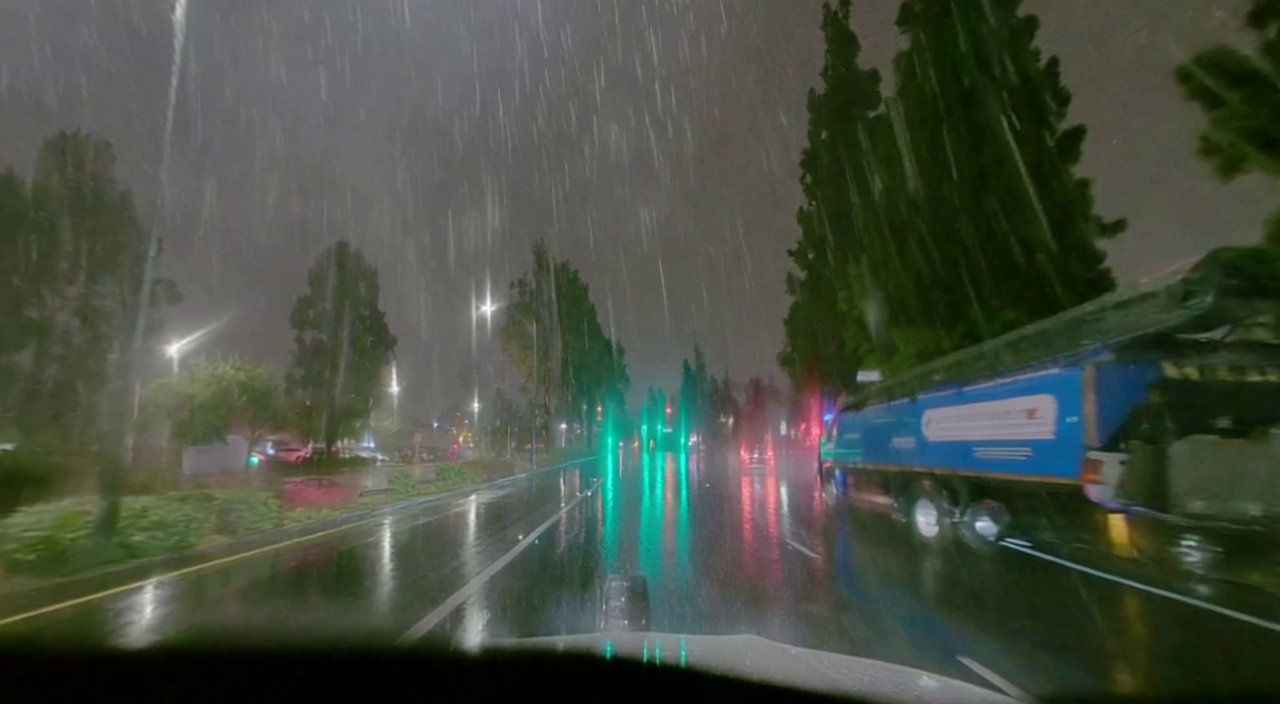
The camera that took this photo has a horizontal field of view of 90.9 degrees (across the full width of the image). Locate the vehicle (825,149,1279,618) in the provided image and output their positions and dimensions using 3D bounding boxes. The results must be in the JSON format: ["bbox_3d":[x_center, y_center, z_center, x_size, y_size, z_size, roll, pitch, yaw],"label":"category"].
[{"bbox_3d":[6.552,0.956,10.821,3.145,4.015,10.939,0,-8,-1],"label":"vehicle"}]

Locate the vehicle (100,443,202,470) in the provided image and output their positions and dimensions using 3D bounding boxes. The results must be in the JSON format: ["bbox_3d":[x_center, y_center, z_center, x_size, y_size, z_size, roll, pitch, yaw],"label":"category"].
[{"bbox_3d":[-32.059,6.867,41.468,4.796,1.581,2.278,-2,-8,-1],"label":"vehicle"}]

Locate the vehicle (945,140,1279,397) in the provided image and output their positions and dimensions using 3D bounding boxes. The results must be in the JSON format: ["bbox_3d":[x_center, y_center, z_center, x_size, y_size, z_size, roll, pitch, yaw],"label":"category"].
[{"bbox_3d":[6.597,-0.634,8.161,3.066,2.040,4.878,0,-9,4],"label":"vehicle"}]
